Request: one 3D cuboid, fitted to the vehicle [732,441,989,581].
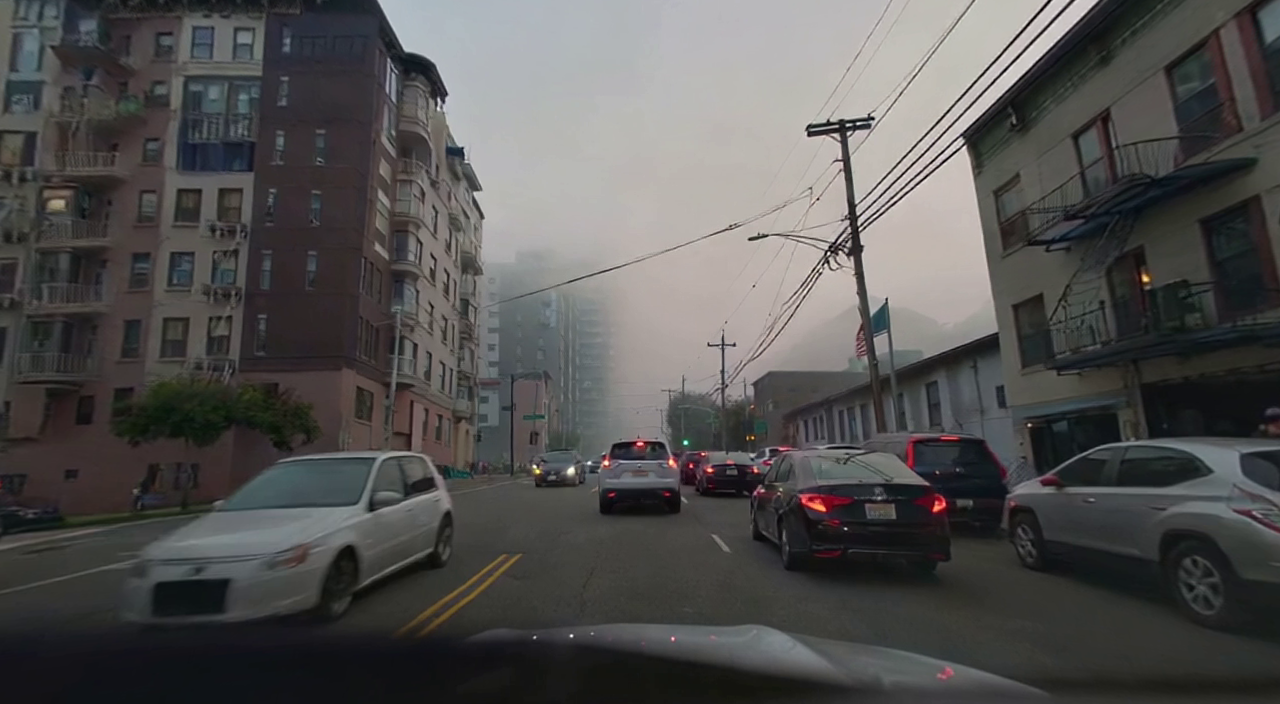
[{"bbox_3d":[2.677,2.028,9.001,2.029,1.460,4.451,0,-8,0],"label":"vehicle"}]

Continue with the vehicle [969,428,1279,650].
[{"bbox_3d":[5.530,1.626,6.391,1.931,1.585,4.387,0,-9,-1],"label":"vehicle"}]

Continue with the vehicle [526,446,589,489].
[{"bbox_3d":[-3.535,5.041,27.858,2.112,1.705,4.365,0,-8,1],"label":"vehicle"}]

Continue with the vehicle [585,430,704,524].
[{"bbox_3d":[0.047,2.646,13.916,2.232,1.736,4.036,0,-8,-1],"label":"vehicle"}]

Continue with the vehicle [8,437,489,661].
[{"bbox_3d":[-3.207,1.671,6.553,2.087,1.493,4.402,0,-8,1],"label":"vehicle"}]
